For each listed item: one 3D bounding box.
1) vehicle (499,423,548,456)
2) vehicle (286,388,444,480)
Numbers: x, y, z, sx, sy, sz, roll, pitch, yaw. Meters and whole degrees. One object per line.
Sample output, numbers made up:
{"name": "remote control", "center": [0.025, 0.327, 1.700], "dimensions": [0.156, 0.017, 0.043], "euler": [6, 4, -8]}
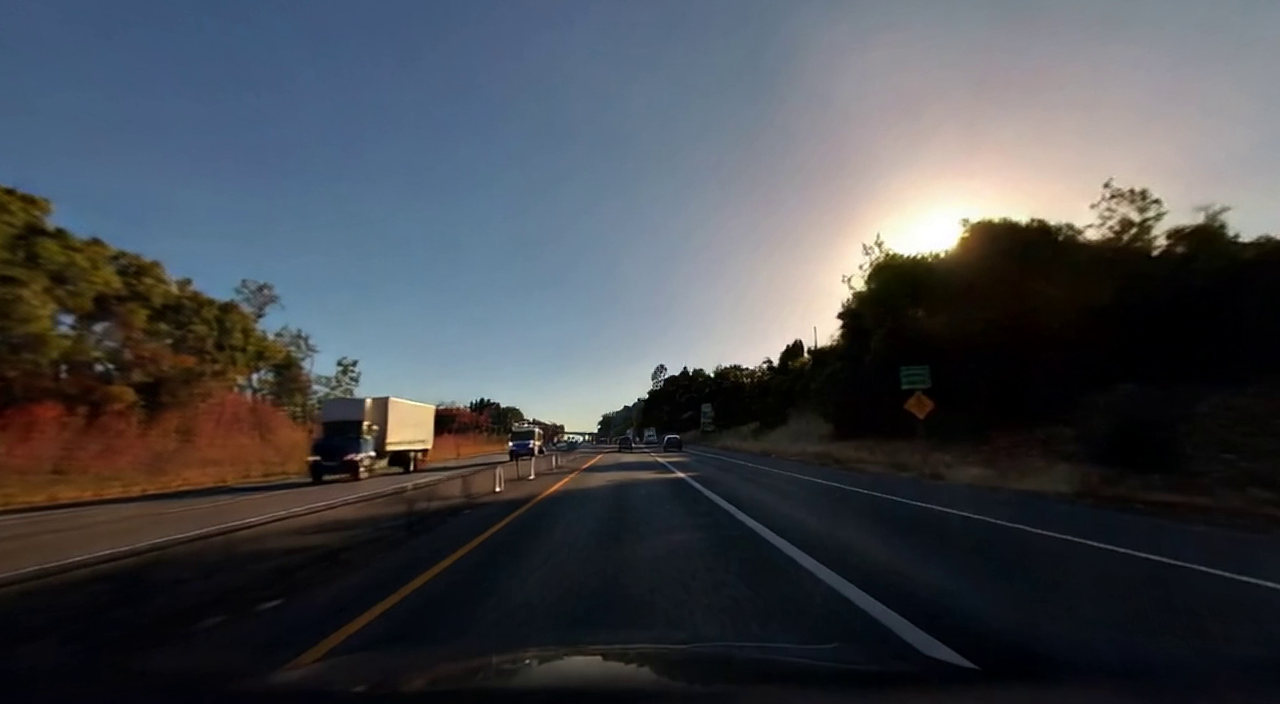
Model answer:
{"name": "vehicle", "center": [-8.843, 6.706, 48.291], "dimensions": [2.548, 2.313, 6.373], "euler": [0, -8, 0]}
{"name": "vehicle", "center": [-12.635, 3.996, 30.477], "dimensions": [2.957, 3.662, 10.534], "euler": [0, -8, -1]}
